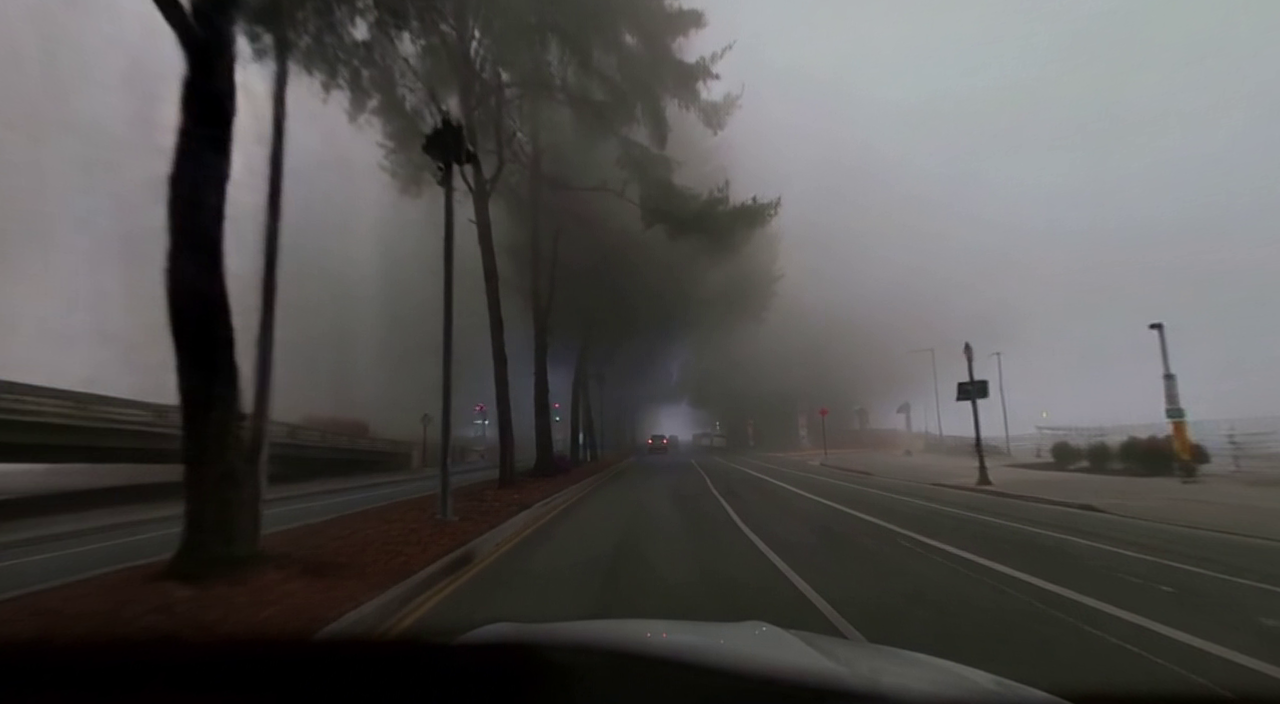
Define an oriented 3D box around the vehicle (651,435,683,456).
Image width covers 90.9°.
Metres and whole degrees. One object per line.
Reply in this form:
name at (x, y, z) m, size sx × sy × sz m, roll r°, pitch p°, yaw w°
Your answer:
vehicle at (2.068, 7.064, 47.484) m, size 2.280 × 1.475 × 4.051 m, roll -1°, pitch -8°, yaw 4°
